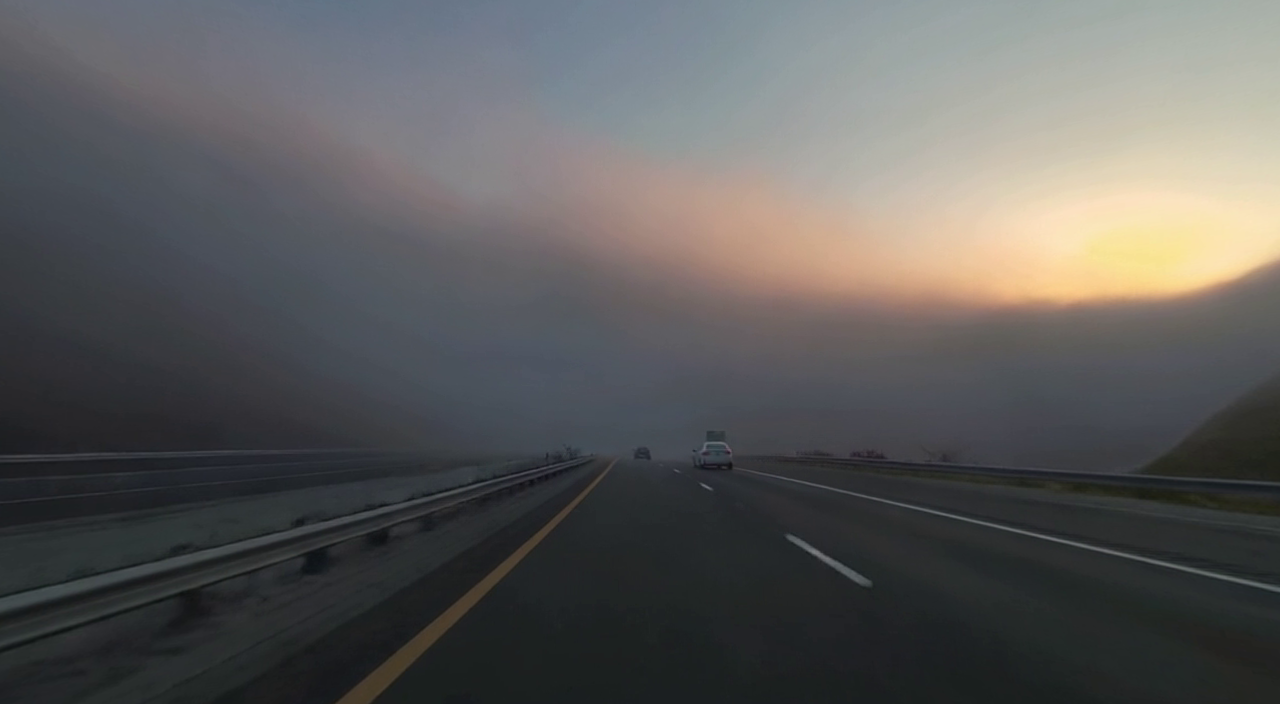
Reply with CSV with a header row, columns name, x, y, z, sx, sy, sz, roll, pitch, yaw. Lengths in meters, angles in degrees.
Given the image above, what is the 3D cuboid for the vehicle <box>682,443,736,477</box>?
name,x,y,z,sx,sy,sz,roll,pitch,yaw
vehicle,3.294,5.239,30.985,1.960,1.516,4.657,0,-8,-2
